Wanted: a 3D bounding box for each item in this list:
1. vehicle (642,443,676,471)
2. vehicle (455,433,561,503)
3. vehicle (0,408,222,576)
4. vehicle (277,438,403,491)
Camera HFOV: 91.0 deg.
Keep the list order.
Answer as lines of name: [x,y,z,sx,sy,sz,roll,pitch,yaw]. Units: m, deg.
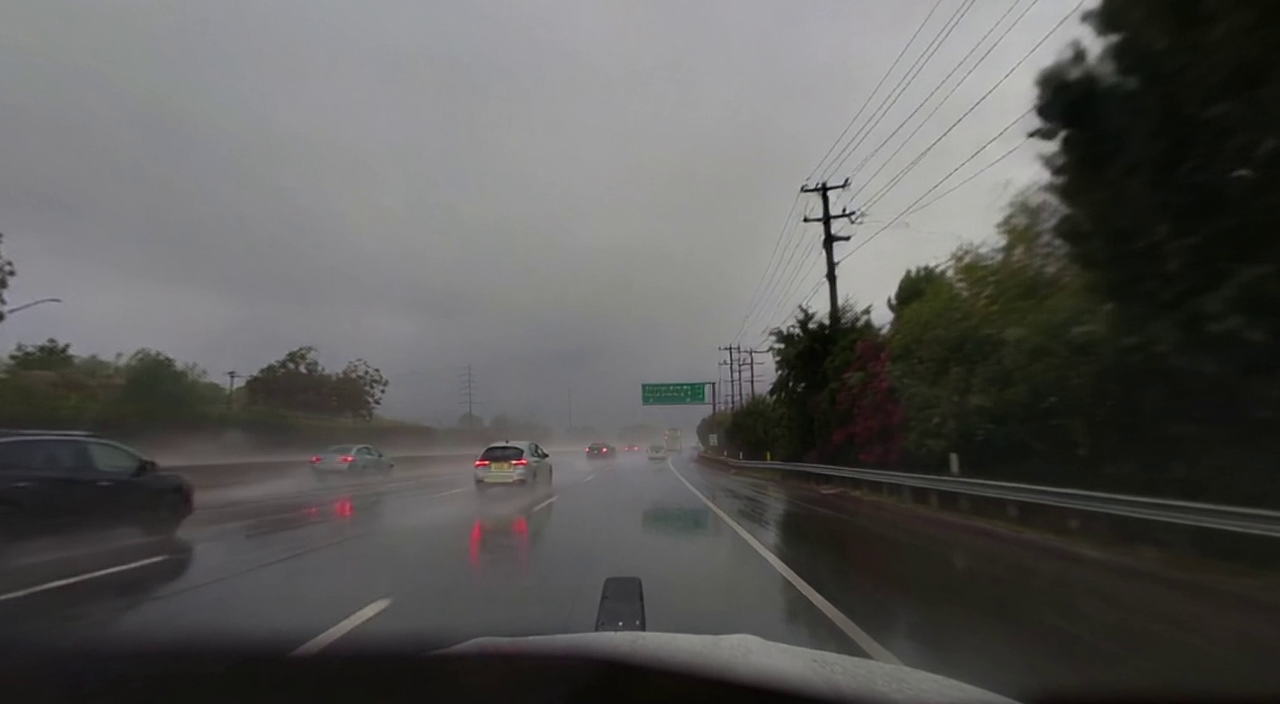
vehicle: [1.234,6.656,40.137,2.038,1.677,4.219,0,-9,2]
vehicle: [-3.500,3.159,17.560,1.976,1.688,4.124,0,-9,1]
vehicle: [-7.539,1.557,7.281,2.043,1.696,4.851,0,-9,0]
vehicle: [-10.828,4.075,23.260,2.097,1.722,4.981,0,-9,1]
